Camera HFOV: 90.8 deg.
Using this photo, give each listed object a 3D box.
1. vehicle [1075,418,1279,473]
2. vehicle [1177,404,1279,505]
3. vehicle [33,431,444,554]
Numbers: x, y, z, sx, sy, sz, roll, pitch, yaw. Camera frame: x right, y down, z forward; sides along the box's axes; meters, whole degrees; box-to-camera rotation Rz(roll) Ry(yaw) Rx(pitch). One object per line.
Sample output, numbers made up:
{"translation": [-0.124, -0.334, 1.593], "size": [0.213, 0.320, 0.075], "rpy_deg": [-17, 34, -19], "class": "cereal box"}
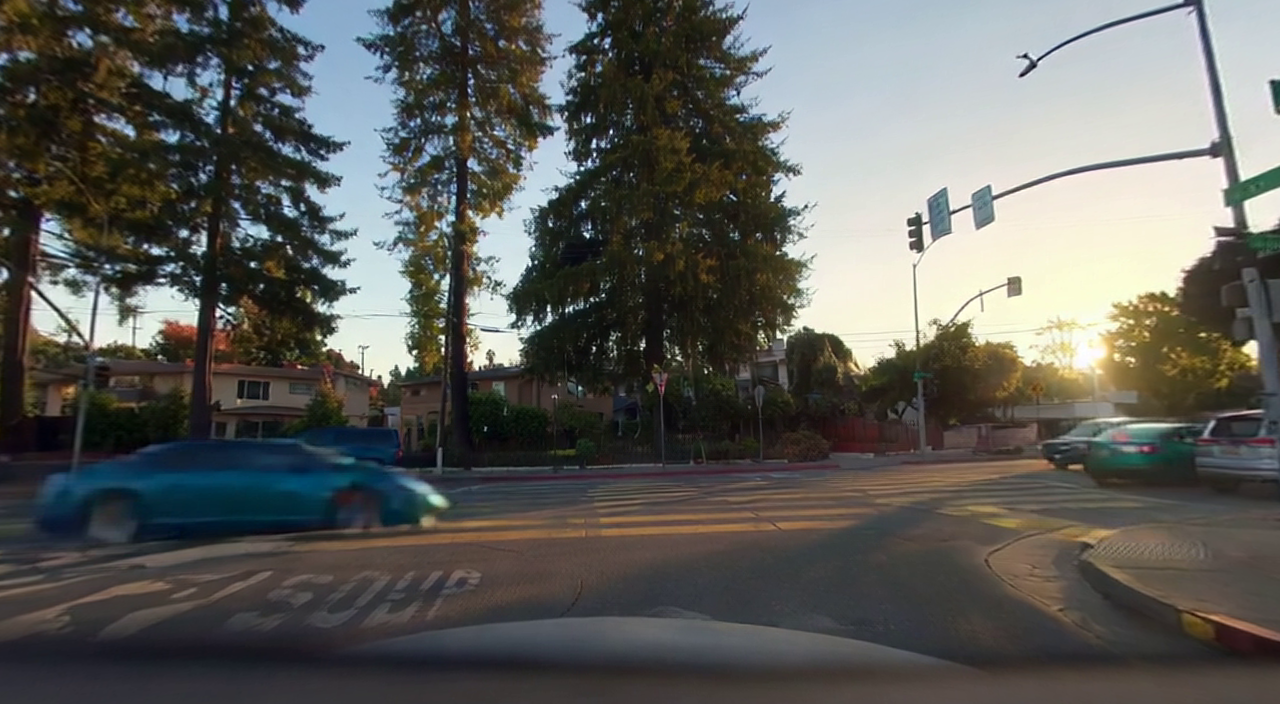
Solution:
{"translation": [15.434, 2.663, 18.086], "size": [4.990, 1.454, 1.875], "rpy_deg": [2, -9, -12], "class": "vehicle"}
{"translation": [12.776, 1.859, 11.618], "size": [4.208, 1.685, 2.014], "rpy_deg": [1, -8, -9], "class": "vehicle"}
{"translation": [-5.326, 1.887, 9.136], "size": [4.517, 1.419, 1.836], "rpy_deg": [3, -9, -24], "class": "vehicle"}
